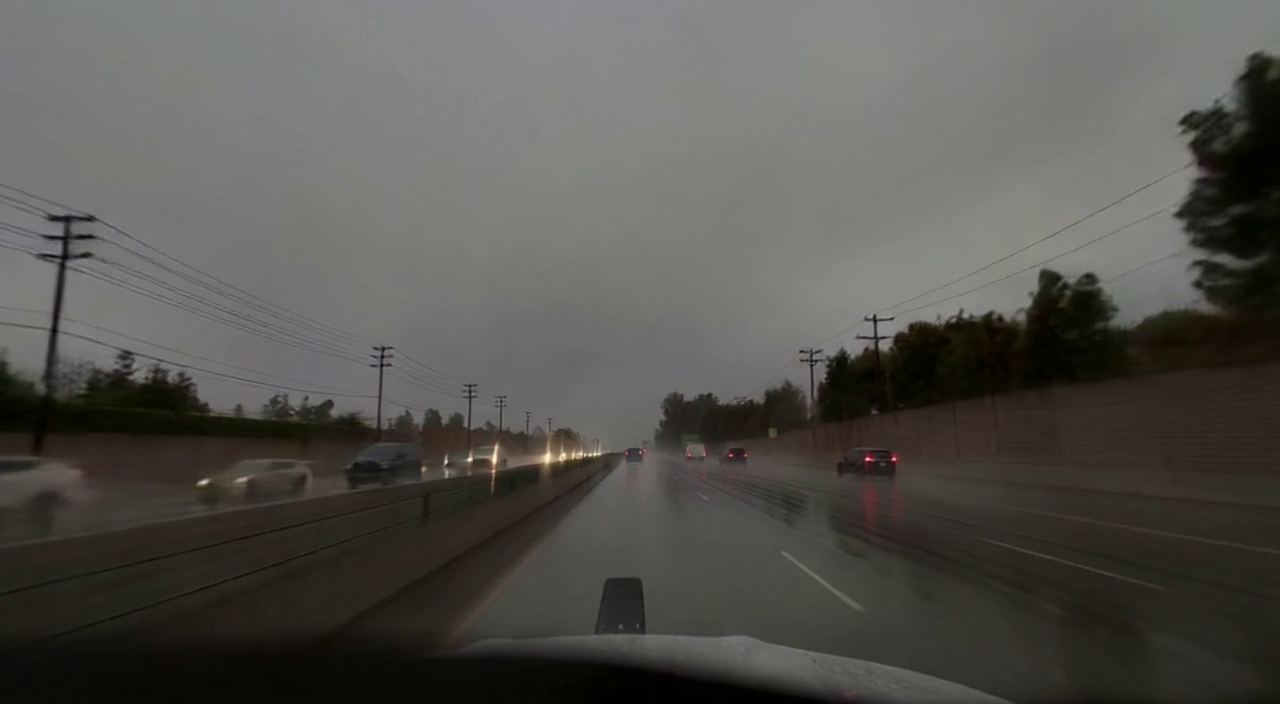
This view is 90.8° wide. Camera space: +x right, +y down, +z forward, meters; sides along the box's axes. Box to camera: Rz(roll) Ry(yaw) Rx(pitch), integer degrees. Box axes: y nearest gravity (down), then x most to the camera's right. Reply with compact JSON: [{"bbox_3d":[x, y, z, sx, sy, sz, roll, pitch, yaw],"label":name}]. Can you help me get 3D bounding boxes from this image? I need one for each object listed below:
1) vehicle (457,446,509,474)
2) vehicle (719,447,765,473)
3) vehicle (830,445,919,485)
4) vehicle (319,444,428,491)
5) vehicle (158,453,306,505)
[{"bbox_3d":[-10.035,6.896,40.621,2.170,1.635,4.356,0,-9,1],"label":"vehicle"},{"bbox_3d":[6.352,6.805,39.995,2.069,1.520,4.614,0,-9,-1],"label":"vehicle"},{"bbox_3d":[9.725,4.712,26.654,1.969,1.506,4.422,0,-9,-1],"label":"vehicle"},{"bbox_3d":[-10.061,4.368,24.288,2.225,1.643,4.403,0,-9,1],"label":"vehicle"},{"bbox_3d":[-13.303,4.136,21.009,1.999,1.460,4.390,0,-9,0],"label":"vehicle"}]
